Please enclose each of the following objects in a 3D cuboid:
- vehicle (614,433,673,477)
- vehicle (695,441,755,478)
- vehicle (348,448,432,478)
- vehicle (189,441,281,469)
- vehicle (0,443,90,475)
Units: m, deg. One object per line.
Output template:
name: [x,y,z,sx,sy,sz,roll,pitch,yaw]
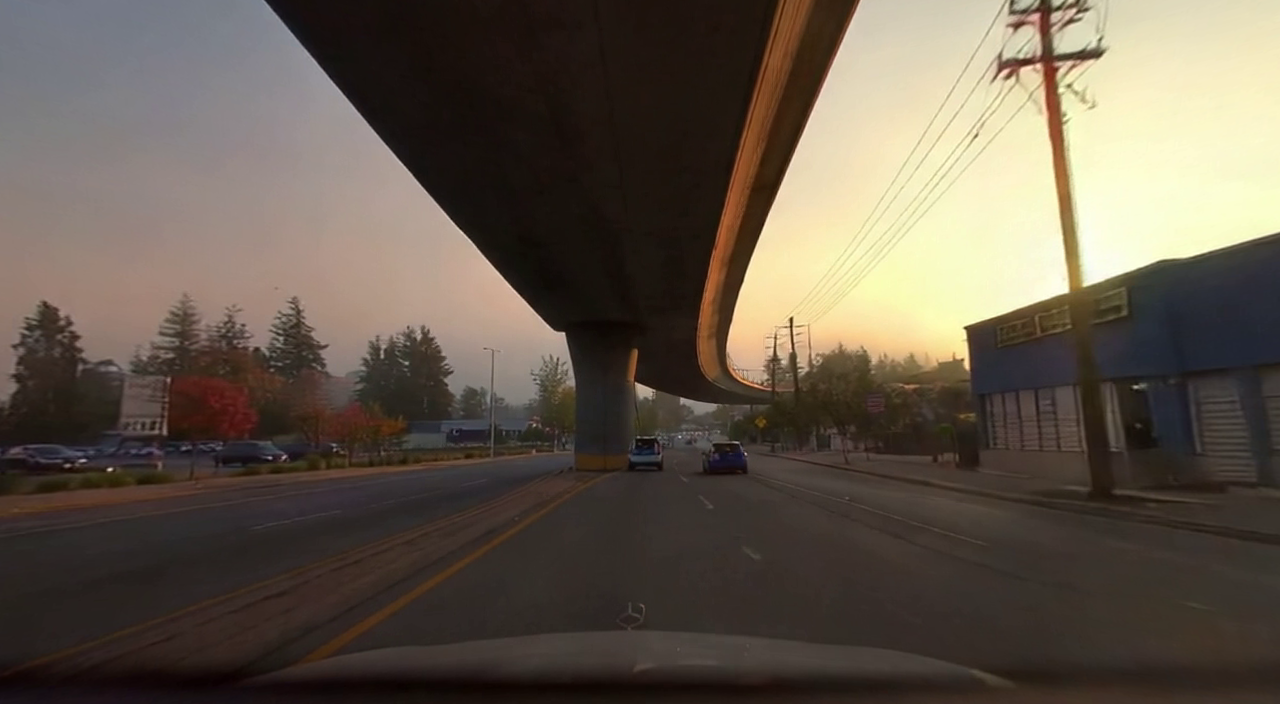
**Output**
vehicle: [0.201,4.563,28.147,2.441,1.813,4.581,0,-8,1]
vehicle: [3.582,4.620,27.431,1.954,1.479,4.557,0,-8,0]
vehicle: [-13.479,6.018,34.371,1.995,1.472,4.704,-2,-9,11]
vehicle: [-28.614,7.259,44.686,4.904,1.782,2.112,1,-8,-10]
vehicle: [-33.771,5.895,34.817,4.540,1.717,2.066,2,-9,-13]
